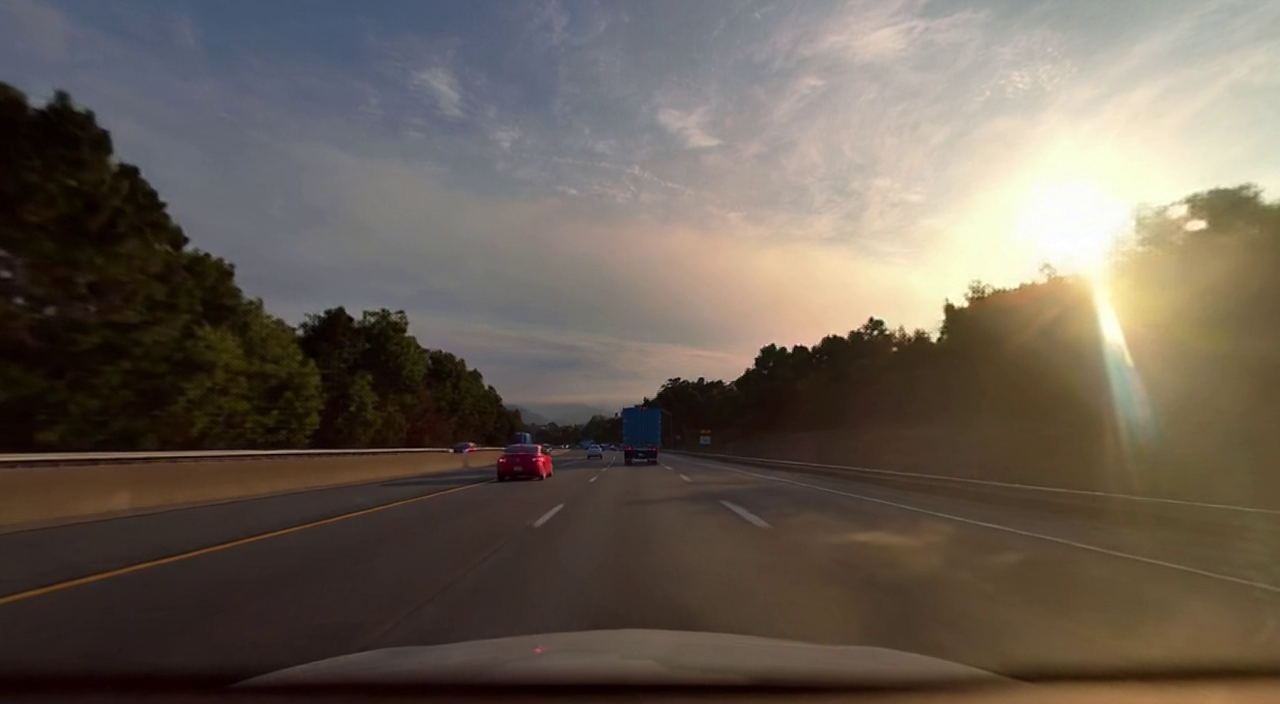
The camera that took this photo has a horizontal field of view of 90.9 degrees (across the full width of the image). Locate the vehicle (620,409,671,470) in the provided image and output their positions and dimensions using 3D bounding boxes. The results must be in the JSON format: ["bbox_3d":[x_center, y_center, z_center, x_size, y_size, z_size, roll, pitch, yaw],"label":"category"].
[{"bbox_3d":[0.184,5.946,42.350,2.893,3.628,9.081,0,-9,-3],"label":"vehicle"}]

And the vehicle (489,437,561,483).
[{"bbox_3d":[-4.304,4.131,24.220,1.977,1.602,3.944,0,-9,0],"label":"vehicle"}]
